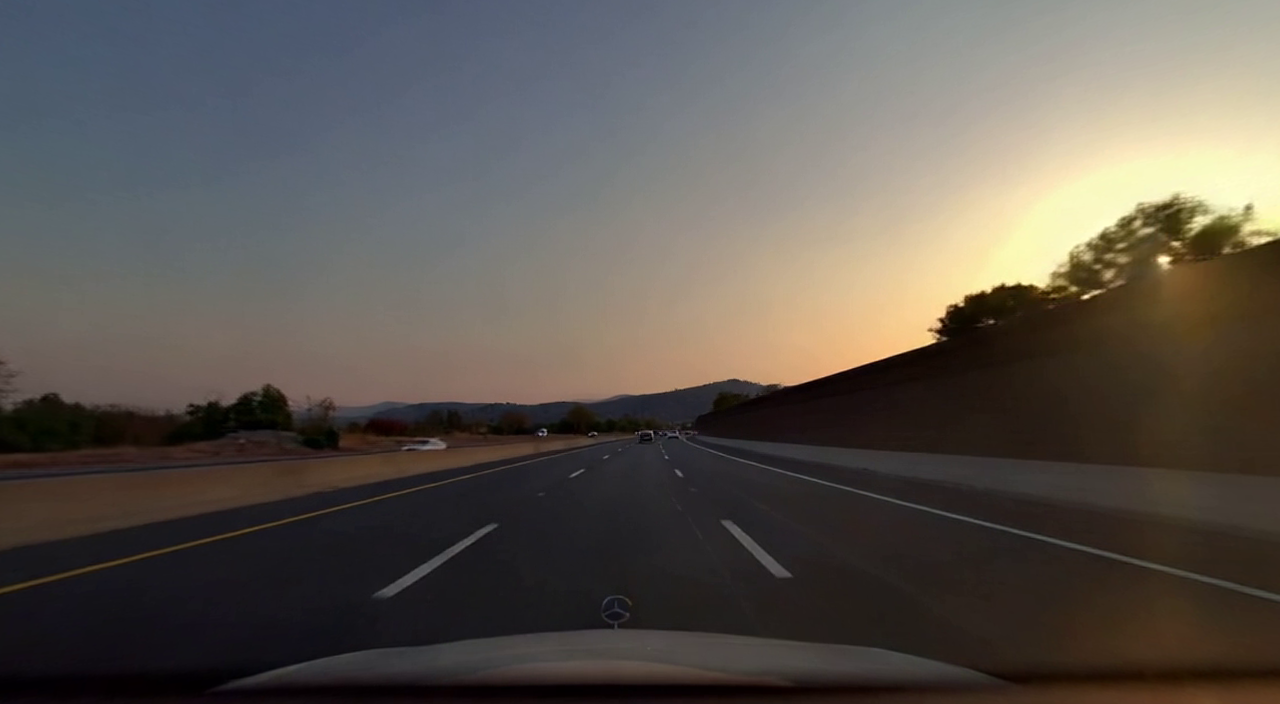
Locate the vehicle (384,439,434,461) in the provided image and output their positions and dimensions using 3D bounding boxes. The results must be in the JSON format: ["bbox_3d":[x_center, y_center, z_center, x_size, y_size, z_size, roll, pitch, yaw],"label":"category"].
[{"bbox_3d":[-17.623,7.455,48.316,2.141,1.521,4.825,1,-7,-2],"label":"vehicle"}]
